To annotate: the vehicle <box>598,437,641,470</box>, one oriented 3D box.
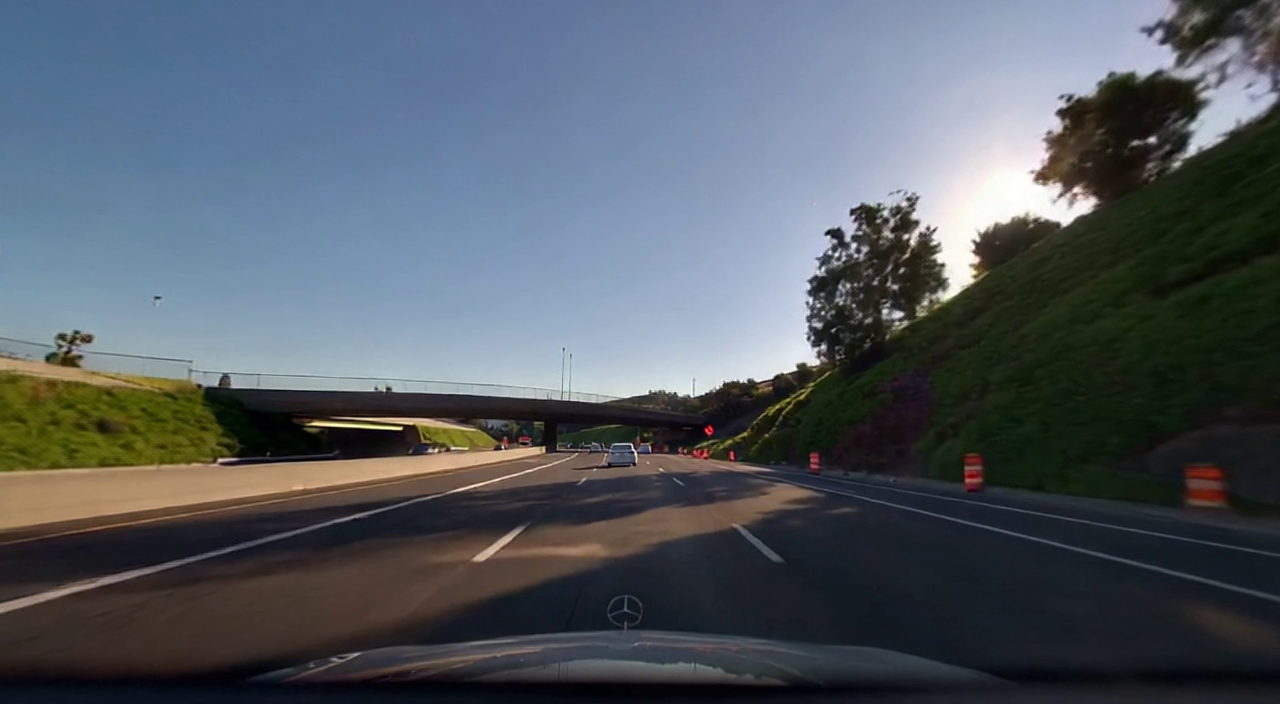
[{"bbox_3d":[-1.256,5.943,37.229,2.328,1.805,4.502,0,-8,-3],"label":"vehicle"}]
